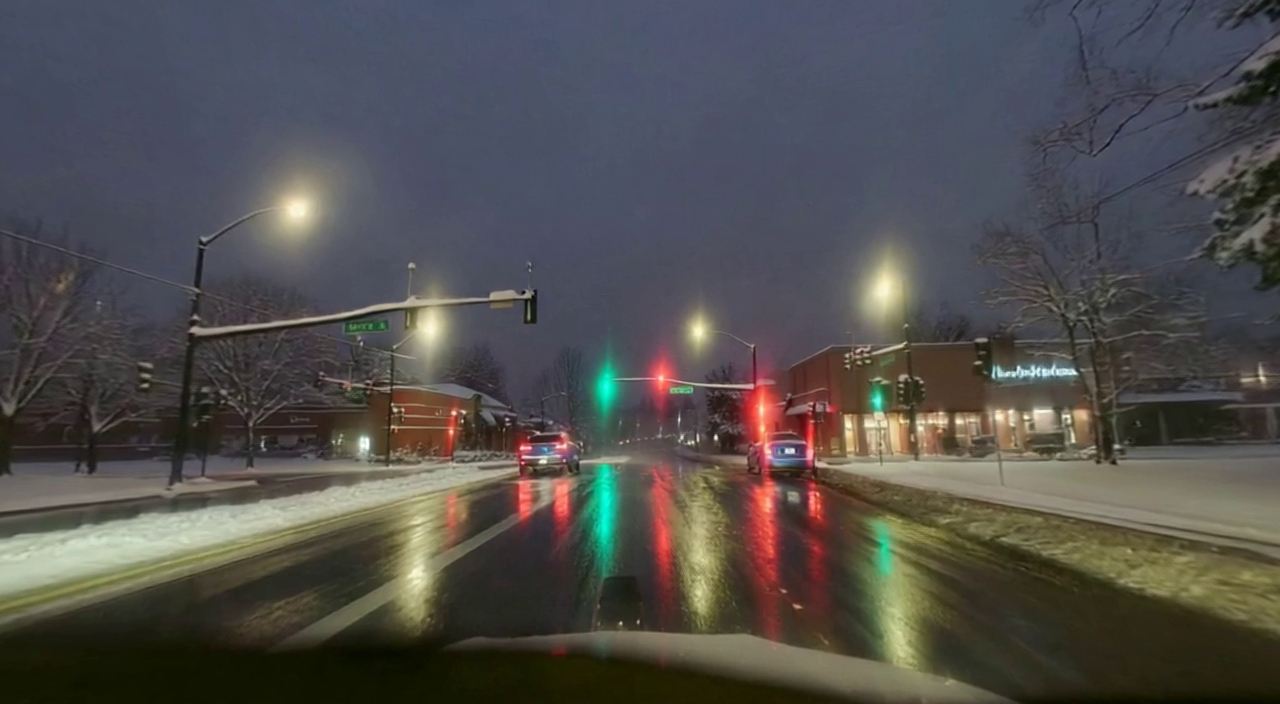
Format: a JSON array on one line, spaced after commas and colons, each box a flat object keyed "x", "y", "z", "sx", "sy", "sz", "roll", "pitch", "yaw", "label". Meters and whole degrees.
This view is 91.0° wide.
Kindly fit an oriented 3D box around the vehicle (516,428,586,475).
[{"x": -3.300, "y": 3.786, "z": 24.121, "sx": 1.947, "sy": 1.627, "sz": 4.248, "roll": 0, "pitch": -9, "yaw": 1, "label": "vehicle"}]

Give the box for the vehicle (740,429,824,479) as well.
[{"x": 5.033, "y": 3.703, "z": 23.054, "sx": 2.039, "sy": 1.655, "sz": 4.495, "roll": 0, "pitch": -9, "yaw": 0, "label": "vehicle"}]
